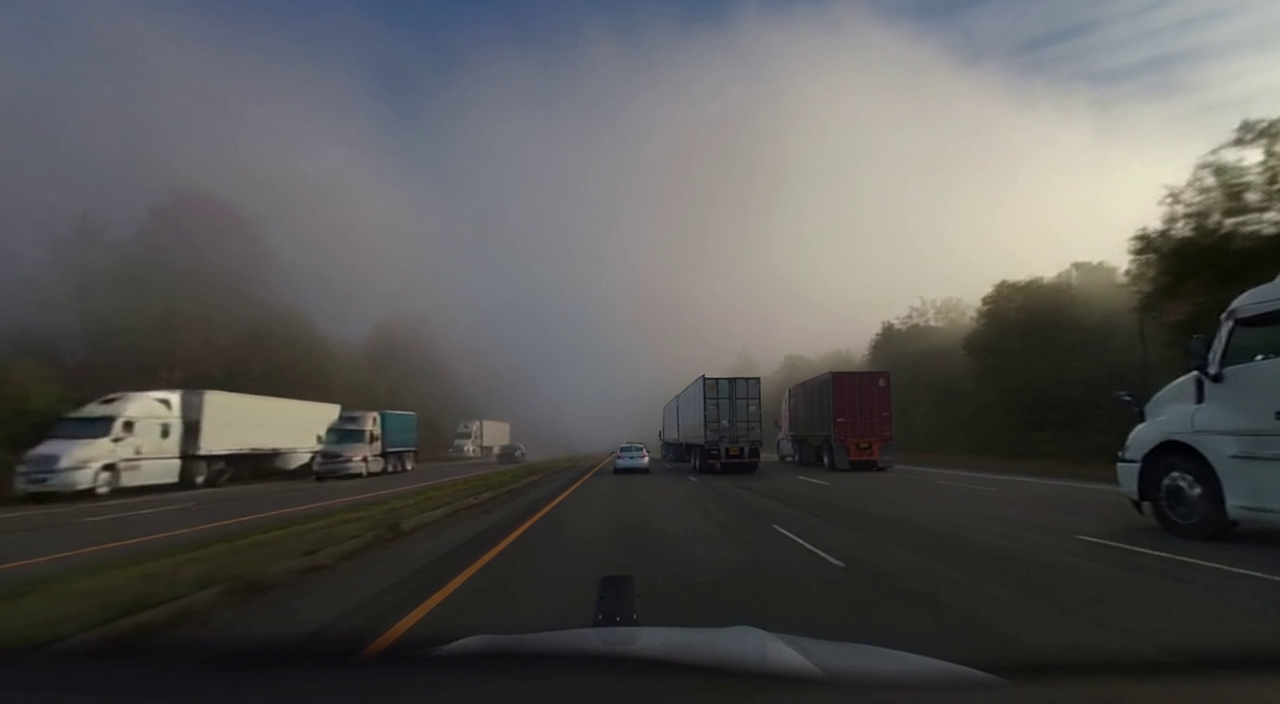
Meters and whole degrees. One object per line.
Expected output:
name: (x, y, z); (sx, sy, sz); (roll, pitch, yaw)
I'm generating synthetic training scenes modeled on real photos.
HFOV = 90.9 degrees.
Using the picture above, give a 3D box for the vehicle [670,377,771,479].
vehicle: (3.593, 3.996, 32.711); (2.888, 4.099, 14.183); (0, -8, -2)

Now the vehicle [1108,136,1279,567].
vehicle: (7.989, -0.187, 5.050); (2.979, 4.312, 6.722); (0, -8, -1)

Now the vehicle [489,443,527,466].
vehicle: (-9.233, 7.197, 44.471); (1.867, 1.465, 4.420); (0, -8, -2)

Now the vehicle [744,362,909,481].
vehicle: (7.651, 3.313, 28.975); (2.876, 4.111, 14.145); (0, -8, -2)

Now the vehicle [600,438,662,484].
vehicle: (-0.321, 3.833, 22.639); (2.038, 1.477, 3.773); (0, -8, -1)

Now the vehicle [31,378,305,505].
vehicle: (-16.806, 3.335, 23.898); (3.053, 3.812, 9.596); (0, -8, -1)

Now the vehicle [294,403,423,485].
vehicle: (-12.963, 4.310, 29.944); (2.641, 3.353, 7.768); (0, -8, -1)
